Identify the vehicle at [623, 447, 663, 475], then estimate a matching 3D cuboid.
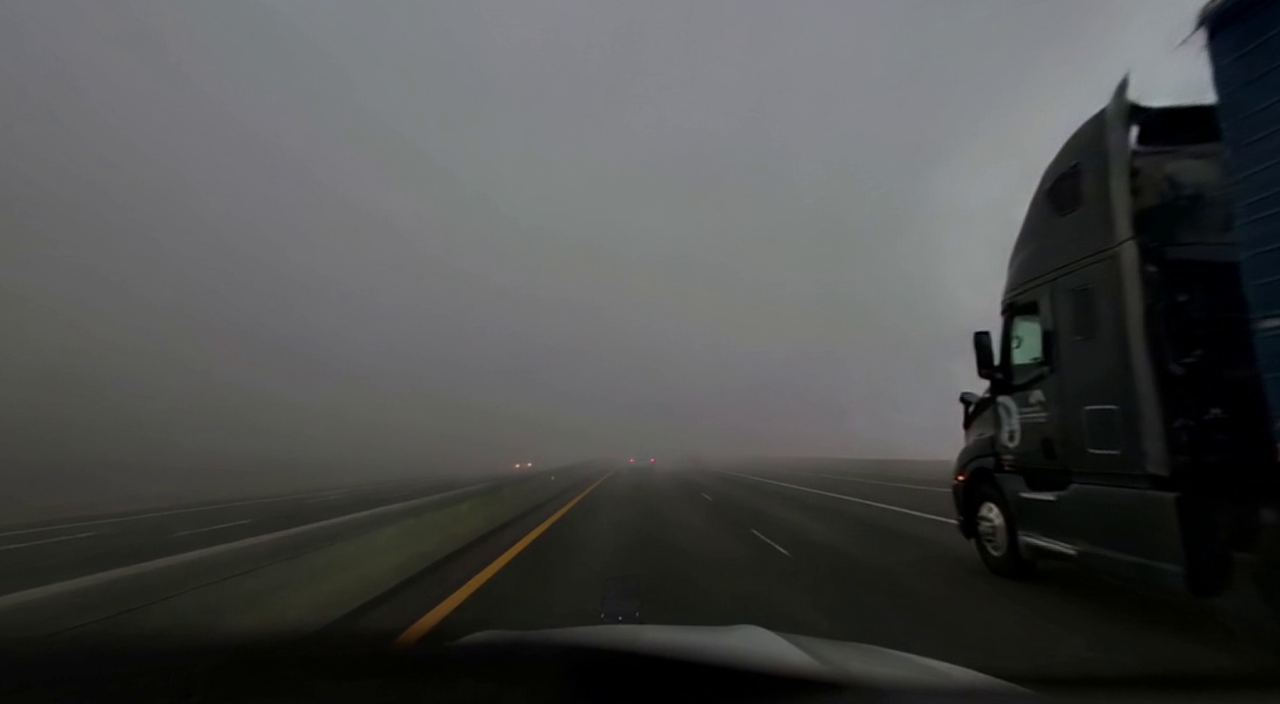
[{"bbox_3d":[0.161,6.044,34.908,2.083,1.473,3.923,0,-9,0],"label":"vehicle"}]
